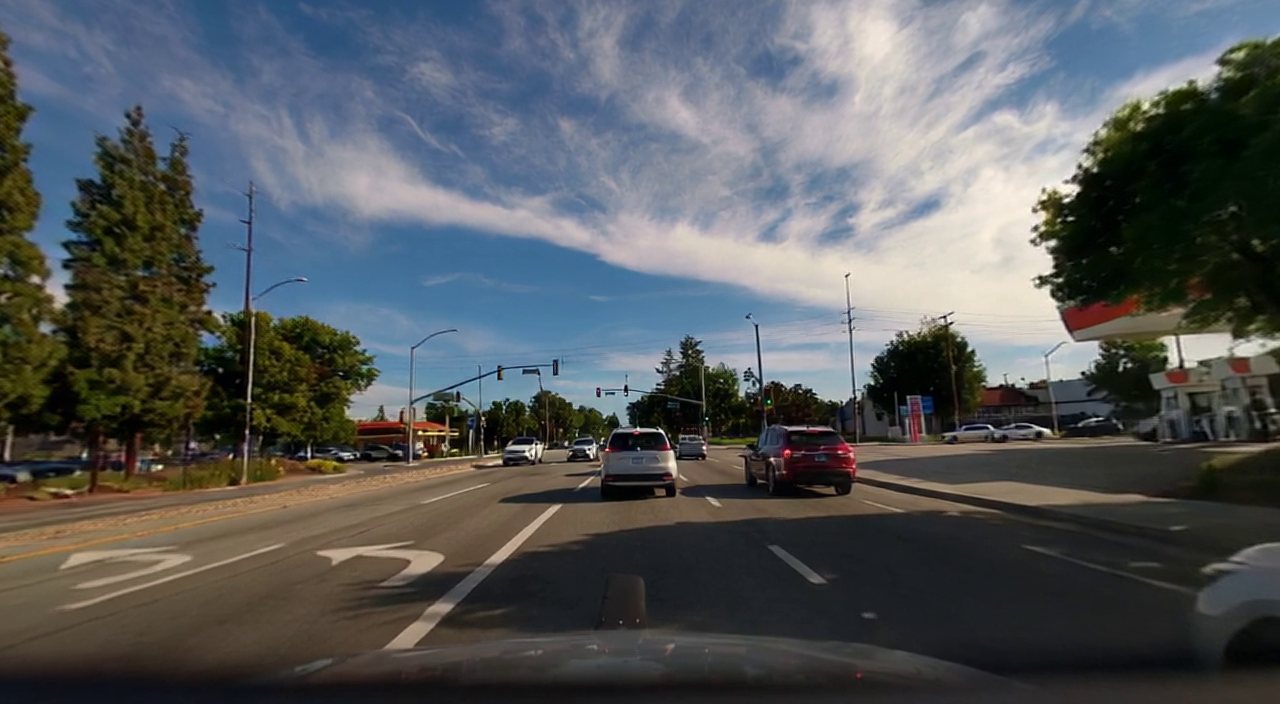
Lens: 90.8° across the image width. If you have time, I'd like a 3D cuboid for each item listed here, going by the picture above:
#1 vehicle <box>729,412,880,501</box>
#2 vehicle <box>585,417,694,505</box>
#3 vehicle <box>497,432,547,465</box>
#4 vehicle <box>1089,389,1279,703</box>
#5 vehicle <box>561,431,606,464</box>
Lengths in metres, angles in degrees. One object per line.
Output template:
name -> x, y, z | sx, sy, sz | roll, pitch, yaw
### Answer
vehicle -> 3.695, 2.492, 15.386 | 2.116, 1.791, 5.006 | 0, -8, -3
vehicle -> -0.092, 2.446, 14.505 | 2.164, 1.718, 3.881 | 0, -8, -2
vehicle -> -6.573, 5.430, 35.718 | 1.994, 1.695, 4.471 | 0, -8, 0
vehicle -> 3.338, 0.691, 1.059 | 1.904, 1.472, 4.358 | 0, -8, -1
vehicle -> -3.163, 5.489, 36.353 | 2.155, 1.745, 4.248 | 0, -8, 0
